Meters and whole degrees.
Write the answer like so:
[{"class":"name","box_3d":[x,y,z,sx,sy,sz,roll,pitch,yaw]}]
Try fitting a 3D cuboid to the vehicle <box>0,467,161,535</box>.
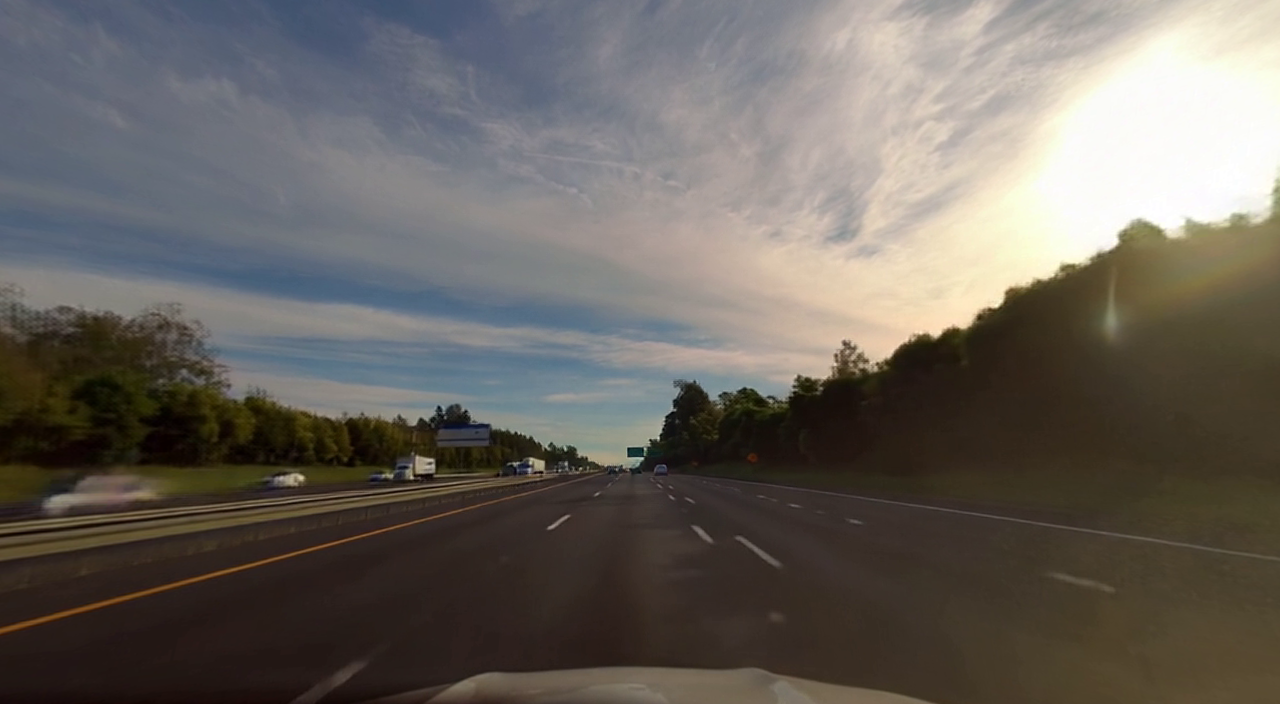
[{"class":"vehicle","box_3d":[-16.487,4.068,17.715,2.037,1.590,4.871,1,-10,0]}]
